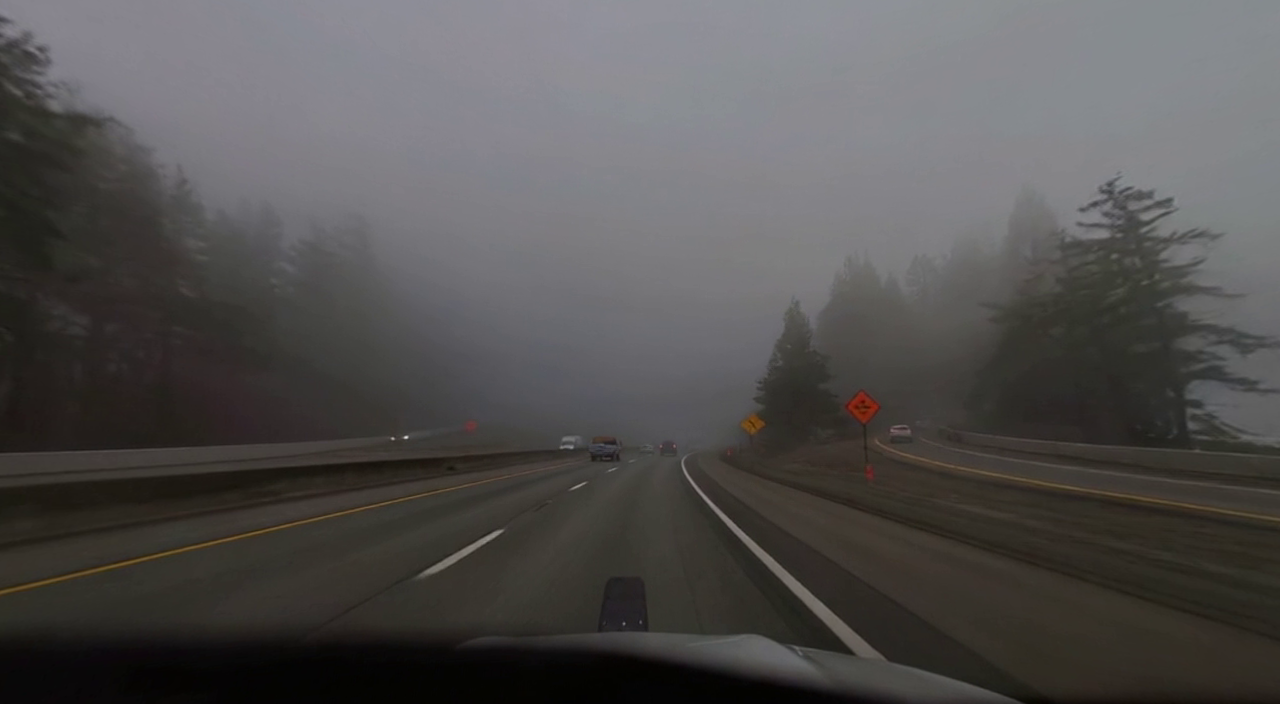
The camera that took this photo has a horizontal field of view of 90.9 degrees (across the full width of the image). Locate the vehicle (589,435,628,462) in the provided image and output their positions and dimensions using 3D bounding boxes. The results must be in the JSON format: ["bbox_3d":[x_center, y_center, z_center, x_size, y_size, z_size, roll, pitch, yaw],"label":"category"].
[{"bbox_3d":[-2.094,6.646,43.357,2.129,1.742,4.217,-1,-8,5],"label":"vehicle"}]
